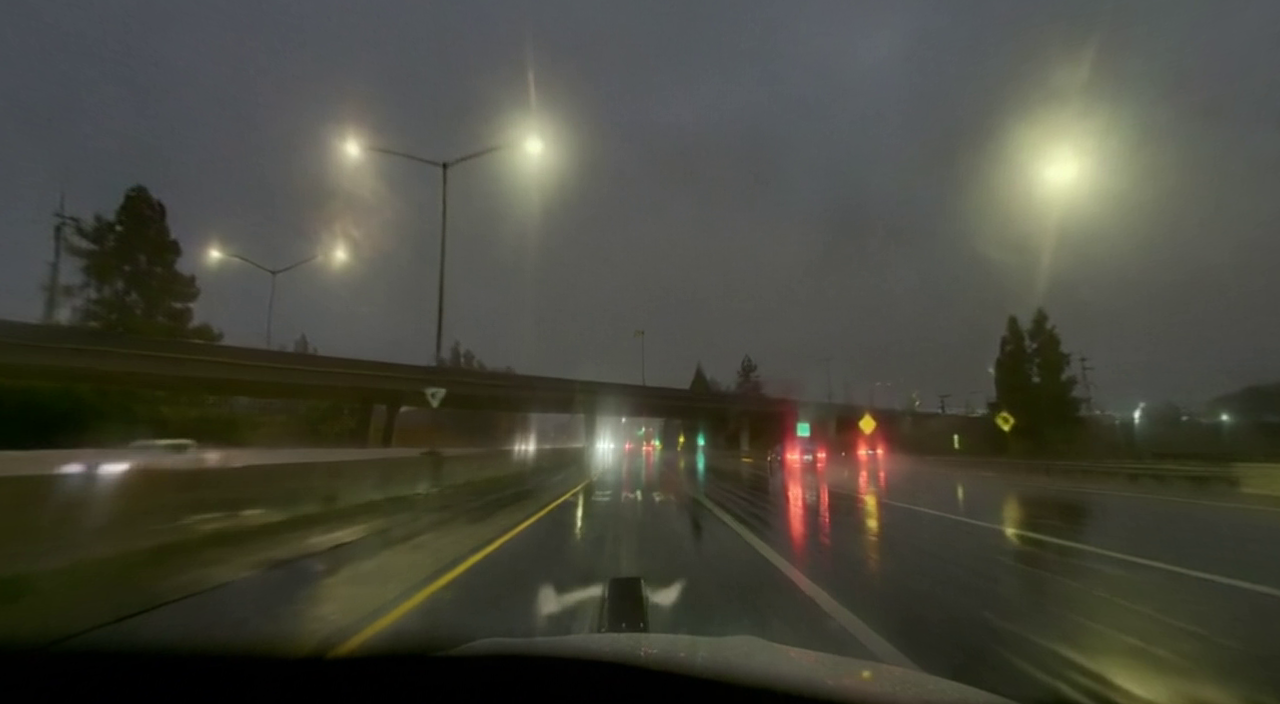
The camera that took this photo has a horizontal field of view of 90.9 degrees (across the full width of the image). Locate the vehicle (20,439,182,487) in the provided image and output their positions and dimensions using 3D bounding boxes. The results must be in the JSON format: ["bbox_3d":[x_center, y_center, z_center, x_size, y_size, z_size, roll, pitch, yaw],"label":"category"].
[{"bbox_3d":[-18.373,3.786,21.821,1.804,1.461,4.269,0,-9,0],"label":"vehicle"}]
